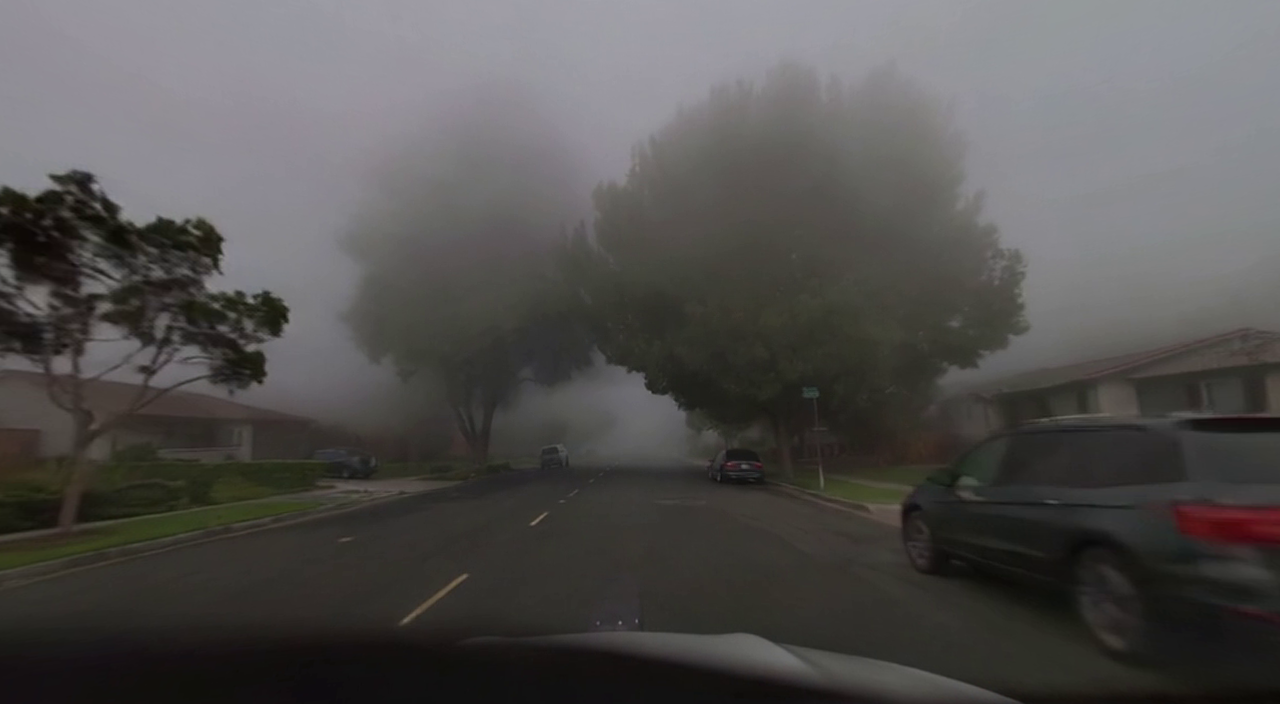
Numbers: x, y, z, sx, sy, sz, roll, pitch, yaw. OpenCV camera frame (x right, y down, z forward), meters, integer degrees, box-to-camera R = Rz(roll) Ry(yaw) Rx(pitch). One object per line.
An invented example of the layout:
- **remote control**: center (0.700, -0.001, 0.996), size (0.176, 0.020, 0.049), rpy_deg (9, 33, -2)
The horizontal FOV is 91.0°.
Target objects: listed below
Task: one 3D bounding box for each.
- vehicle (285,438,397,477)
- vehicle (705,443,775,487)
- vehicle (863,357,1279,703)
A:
- **vehicle**: center (-15.659, 5.531, 33.150), size (4.882, 1.777, 2.025), rpy_deg (-2, -9, -2)
- **vehicle**: center (3.756, 4.316, 24.490), size (1.897, 1.521, 4.835), rpy_deg (0, -8, -1)
- **vehicle**: center (3.778, 1.246, 5.140), size (2.039, 1.780, 4.884), rpy_deg (0, -8, -1)
